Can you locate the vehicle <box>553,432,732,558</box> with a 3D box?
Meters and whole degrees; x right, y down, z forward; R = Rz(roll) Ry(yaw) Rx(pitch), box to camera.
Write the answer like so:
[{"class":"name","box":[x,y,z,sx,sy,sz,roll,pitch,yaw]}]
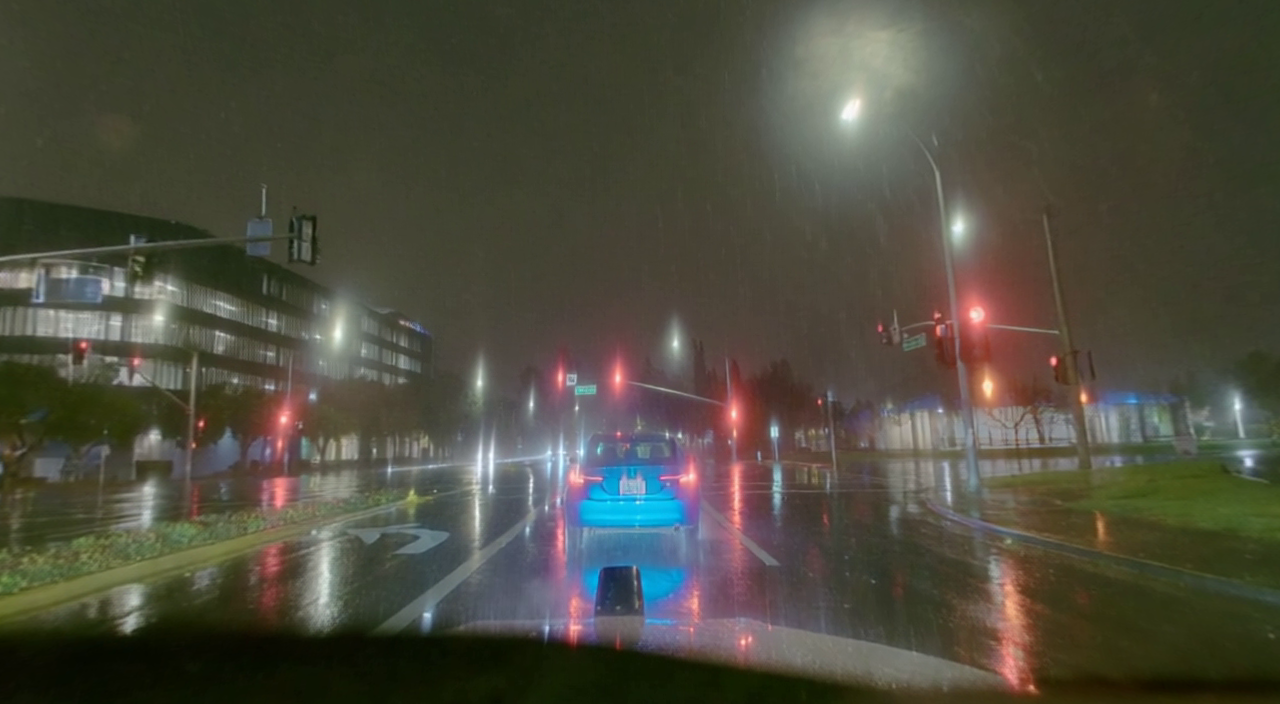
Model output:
[{"class":"vehicle","box":[-0.003,1.995,9.508,2.107,1.470,3.974,0,-9,-1]}]
